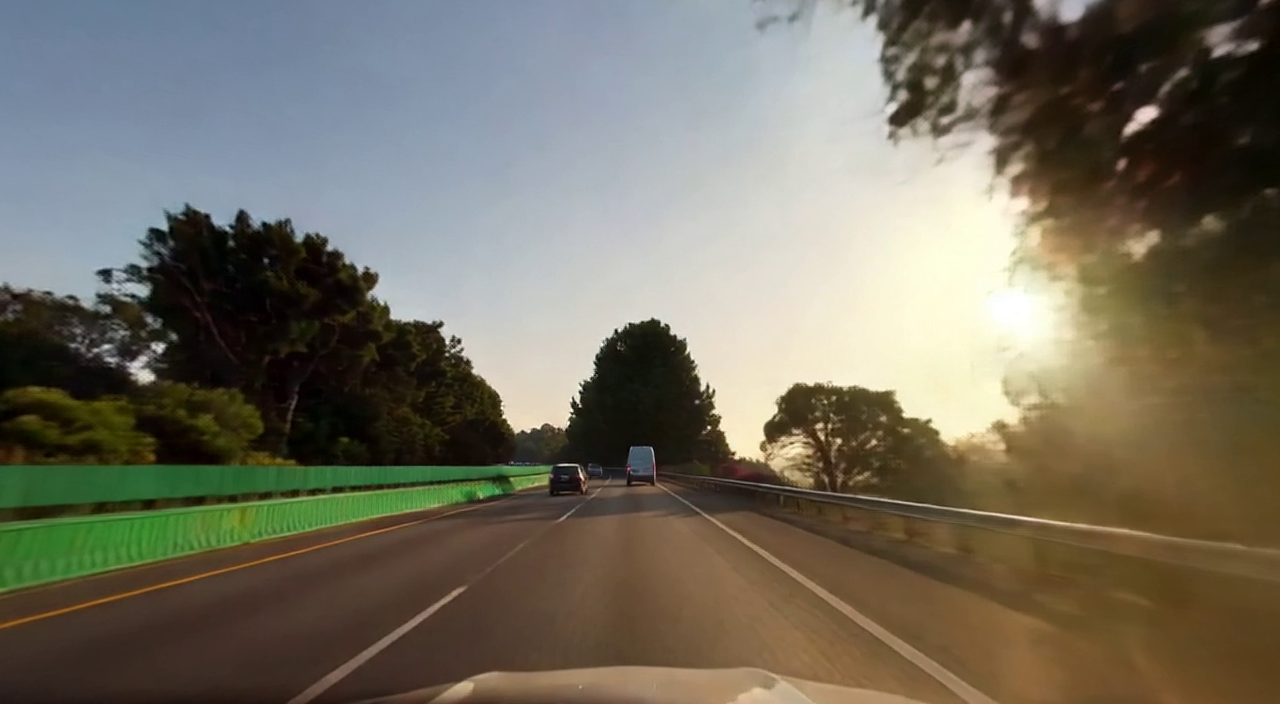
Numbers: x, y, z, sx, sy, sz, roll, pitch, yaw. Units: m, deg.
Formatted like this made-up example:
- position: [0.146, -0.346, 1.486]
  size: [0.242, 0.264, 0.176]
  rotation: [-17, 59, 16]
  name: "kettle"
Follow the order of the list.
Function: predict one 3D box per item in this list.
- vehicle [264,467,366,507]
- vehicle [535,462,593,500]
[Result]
- position: [-12.278, 5.107, 24.102]
  size: [1.782, 1.376, 3.933]
  rotation: [1, -11, -1]
  name: "vehicle"
- position: [-3.281, 5.694, 27.918]
  size: [2.038, 1.490, 4.391]
  rotation: [1, -11, 0]
  name: "vehicle"
